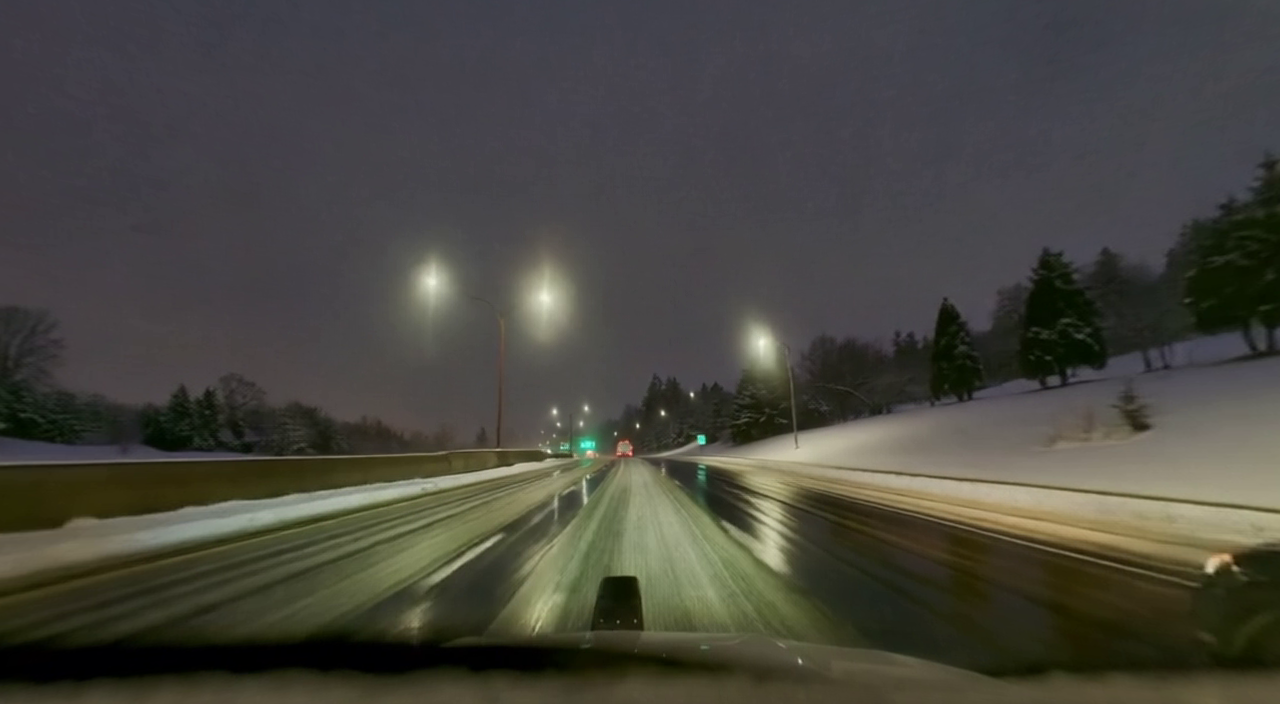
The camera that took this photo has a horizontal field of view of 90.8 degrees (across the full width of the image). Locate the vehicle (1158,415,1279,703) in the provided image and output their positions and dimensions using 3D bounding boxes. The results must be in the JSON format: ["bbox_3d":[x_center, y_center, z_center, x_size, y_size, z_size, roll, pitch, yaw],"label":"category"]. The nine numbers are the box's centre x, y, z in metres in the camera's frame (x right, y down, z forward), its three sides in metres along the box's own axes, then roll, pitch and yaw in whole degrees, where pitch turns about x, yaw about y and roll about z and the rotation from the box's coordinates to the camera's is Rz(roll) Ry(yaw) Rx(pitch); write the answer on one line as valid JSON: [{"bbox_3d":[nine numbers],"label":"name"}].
[{"bbox_3d":[3.878,0.734,0.851,2.217,1.477,4.817,0,-9,-1],"label":"vehicle"}]
